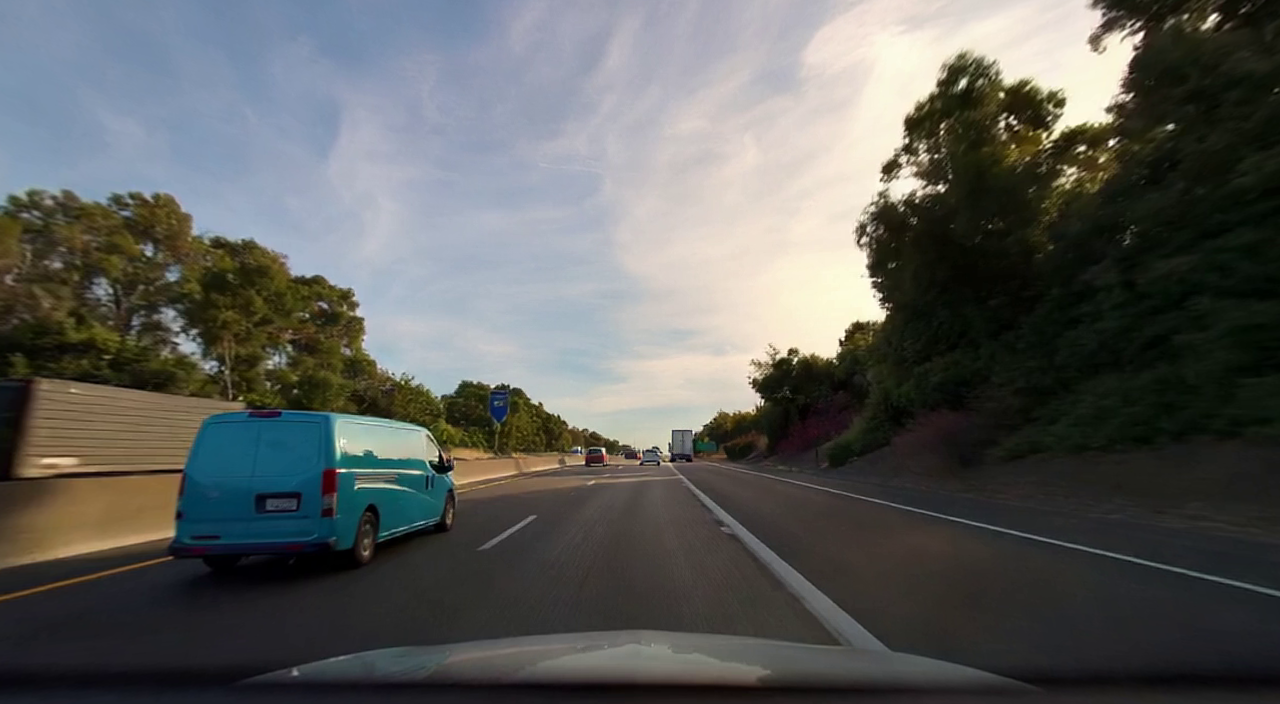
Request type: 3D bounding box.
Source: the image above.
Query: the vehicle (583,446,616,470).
[{"bbox_3d":[-2.979,7.984,47.637,2.112,1.707,4.530,-1,-9,1],"label":"vehicle"}]

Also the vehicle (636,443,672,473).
[{"bbox_3d":[0.897,6.794,40.605,2.209,1.825,4.036,-1,-9,1],"label":"vehicle"}]

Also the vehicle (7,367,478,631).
[{"bbox_3d":[-3.676,1.502,7.392,2.167,1.991,5.062,0,-9,0],"label":"vehicle"}]
